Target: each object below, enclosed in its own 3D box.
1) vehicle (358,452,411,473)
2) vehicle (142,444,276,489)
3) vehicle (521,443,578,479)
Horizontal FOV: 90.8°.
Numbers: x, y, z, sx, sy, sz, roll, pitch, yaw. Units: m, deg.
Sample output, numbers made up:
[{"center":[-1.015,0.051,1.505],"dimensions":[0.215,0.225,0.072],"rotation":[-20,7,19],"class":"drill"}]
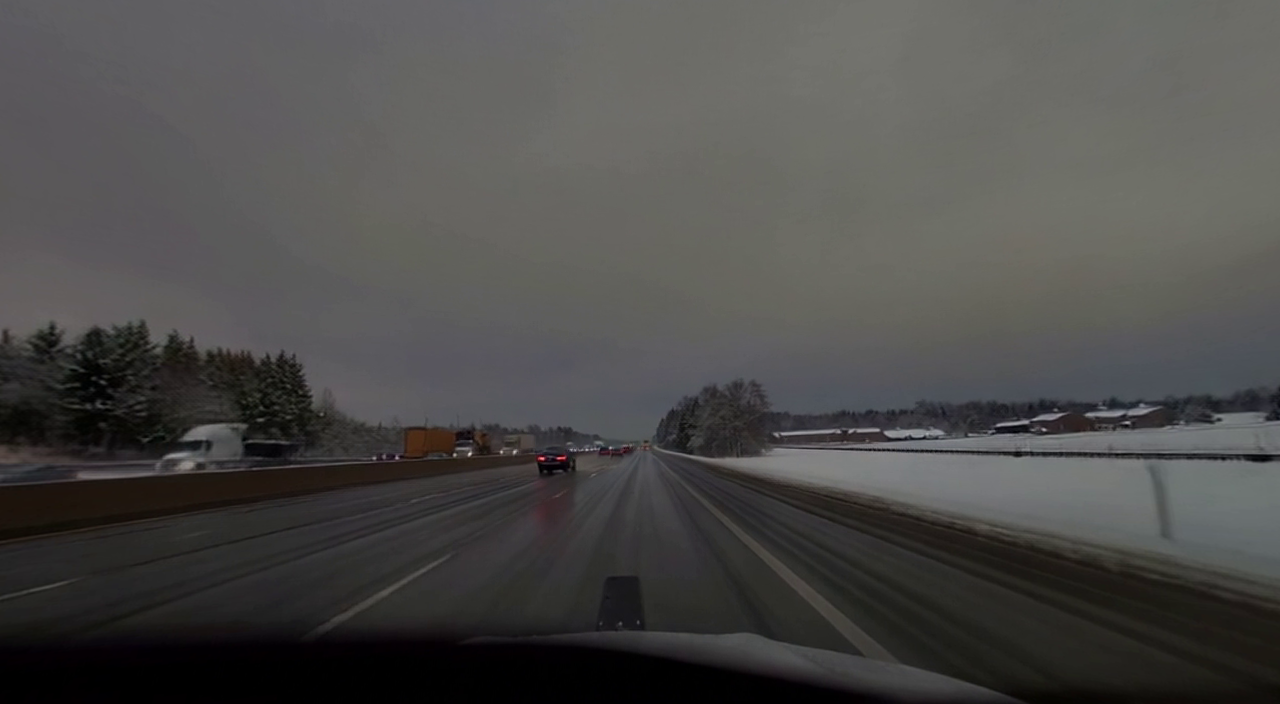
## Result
[{"center":[-19.324,8.362,47.925],"dimensions":[1.947,1.459,4.851],"rotation":[0,-9,1],"class":"vehicle"},{"center":[-15.980,4.248,23.730],"dimensions":[1.925,1.526,4.370],"rotation":[0,-9,0],"class":"vehicle"},{"center":[-4.042,4.950,28.885],"dimensions":[1.954,1.541,4.079],"rotation":[0,-9,1],"class":"vehicle"}]
